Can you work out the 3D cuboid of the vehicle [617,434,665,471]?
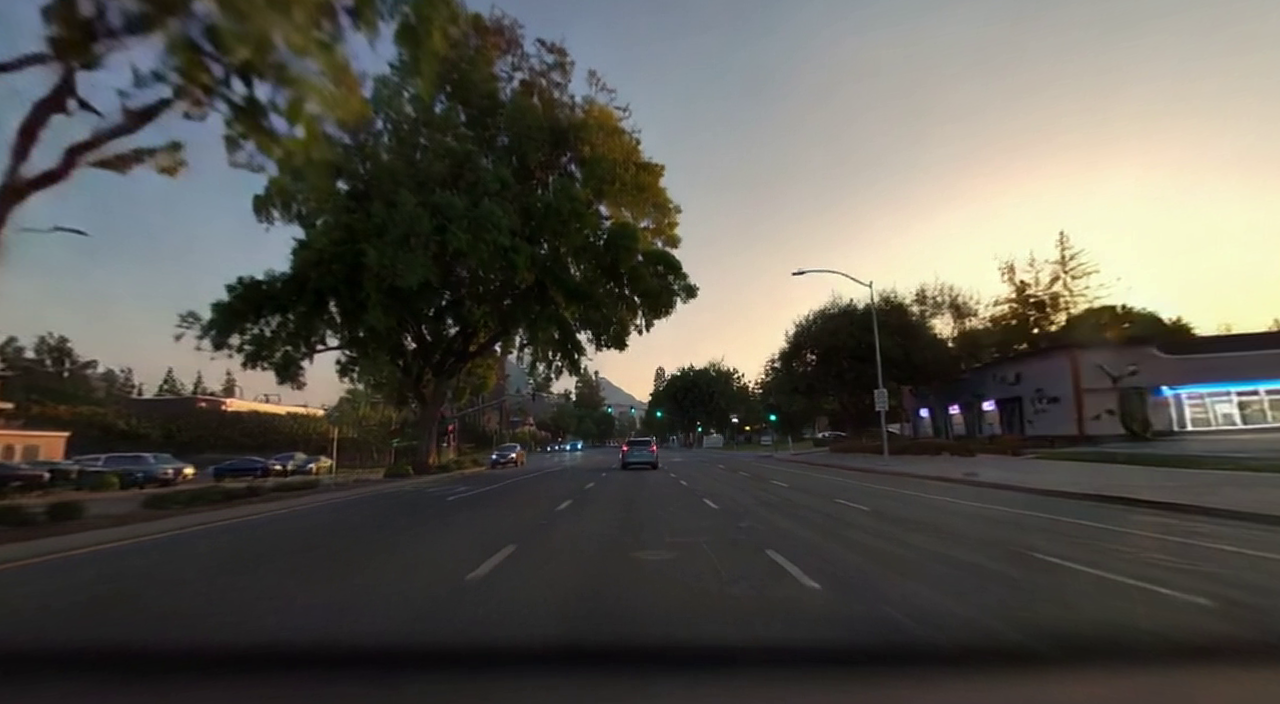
[{"bbox_3d":[0.023,5.015,31.505,2.213,1.715,4.242,0,-8,-1],"label":"vehicle"}]

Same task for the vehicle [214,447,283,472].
[{"bbox_3d":[-28.353,7.750,45.539,4.662,1.677,2.026,-4,-9,27],"label":"vehicle"}]
